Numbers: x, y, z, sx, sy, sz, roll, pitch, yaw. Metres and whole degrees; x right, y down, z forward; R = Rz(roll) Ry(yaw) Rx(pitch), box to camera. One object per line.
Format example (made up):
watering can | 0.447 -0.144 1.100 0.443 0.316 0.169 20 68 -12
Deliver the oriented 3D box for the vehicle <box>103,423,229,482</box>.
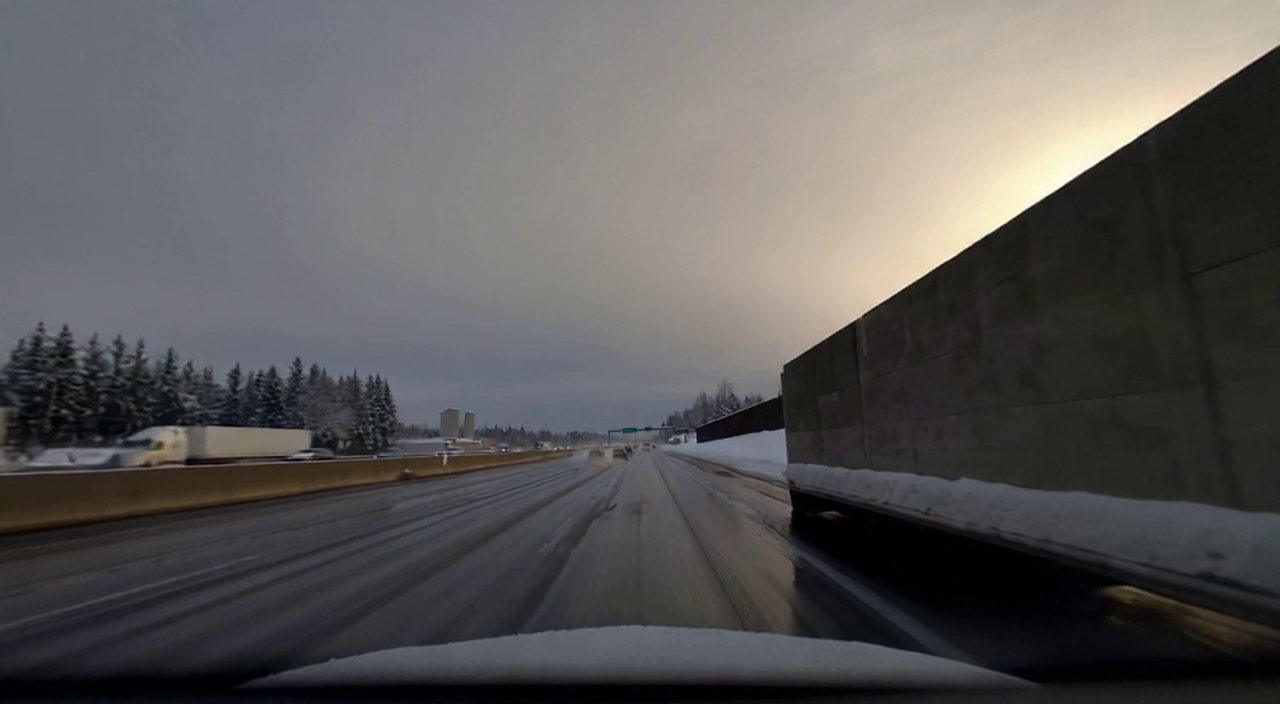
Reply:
vehicle | -35.860 7.651 48.294 3.059 4.015 8.256 0 -8 0
